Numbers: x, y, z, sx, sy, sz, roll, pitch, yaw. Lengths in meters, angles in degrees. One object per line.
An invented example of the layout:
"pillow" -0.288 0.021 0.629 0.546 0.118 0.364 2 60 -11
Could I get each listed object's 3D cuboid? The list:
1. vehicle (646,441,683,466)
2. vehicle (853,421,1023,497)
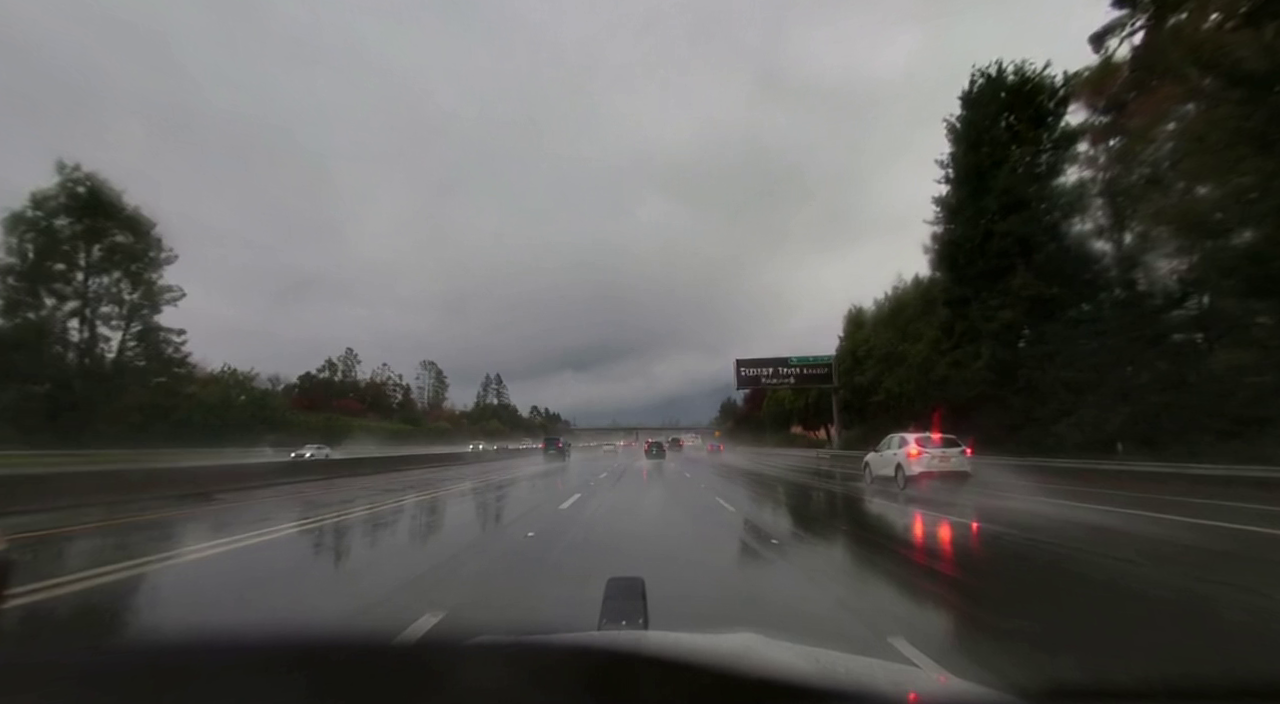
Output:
"vehicle" 1.447 6.278 39.158 2.050 1.452 3.917 0 -8 -1
"vehicle" 7.915 2.905 17.461 2.123 1.756 4.959 0 -8 -2
